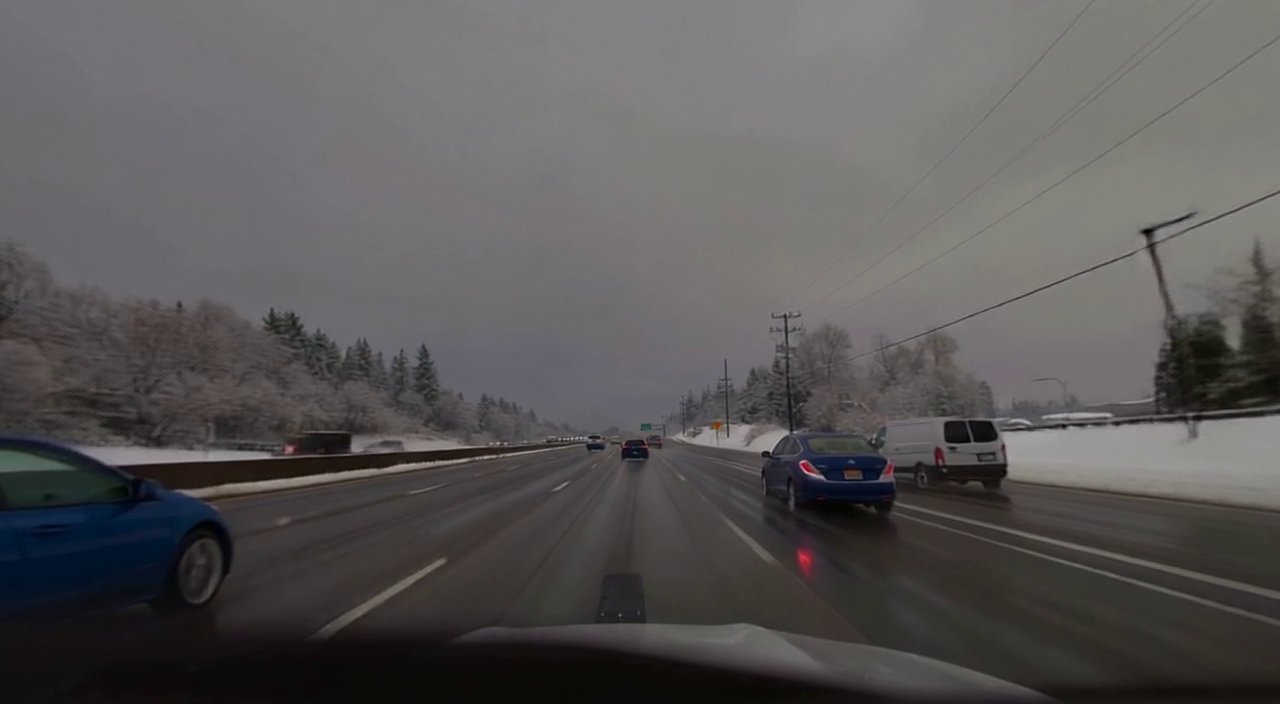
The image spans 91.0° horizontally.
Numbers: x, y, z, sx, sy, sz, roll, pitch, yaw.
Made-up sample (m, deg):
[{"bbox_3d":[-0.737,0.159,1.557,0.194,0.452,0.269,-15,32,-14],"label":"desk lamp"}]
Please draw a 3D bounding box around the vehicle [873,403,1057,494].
[{"bbox_3d":[9.192,2.823,18.580,2.349,2.280,5.423,0,-8,-2],"label":"vehicle"}]

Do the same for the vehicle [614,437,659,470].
[{"bbox_3d":[-0.199,4.869,30.261,2.019,1.472,3.971,0,-8,-1],"label":"vehicle"}]

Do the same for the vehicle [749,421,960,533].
[{"bbox_3d":[3.377,2.064,11.015,1.995,1.533,4.463,0,-8,-2],"label":"vehicle"}]

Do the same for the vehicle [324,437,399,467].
[{"bbox_3d":[-16.179,5.827,36.886,2.034,1.608,4.952,0,-8,1],"label":"vehicle"}]

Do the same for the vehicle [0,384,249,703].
[{"bbox_3d":[-4.088,0.876,2.435,2.251,1.575,4.488,0,-8,0],"label":"vehicle"}]

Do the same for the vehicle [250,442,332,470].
[{"bbox_3d":[-19.722,5.868,35.816,1.921,1.471,4.719,0,-8,1],"label":"vehicle"}]
